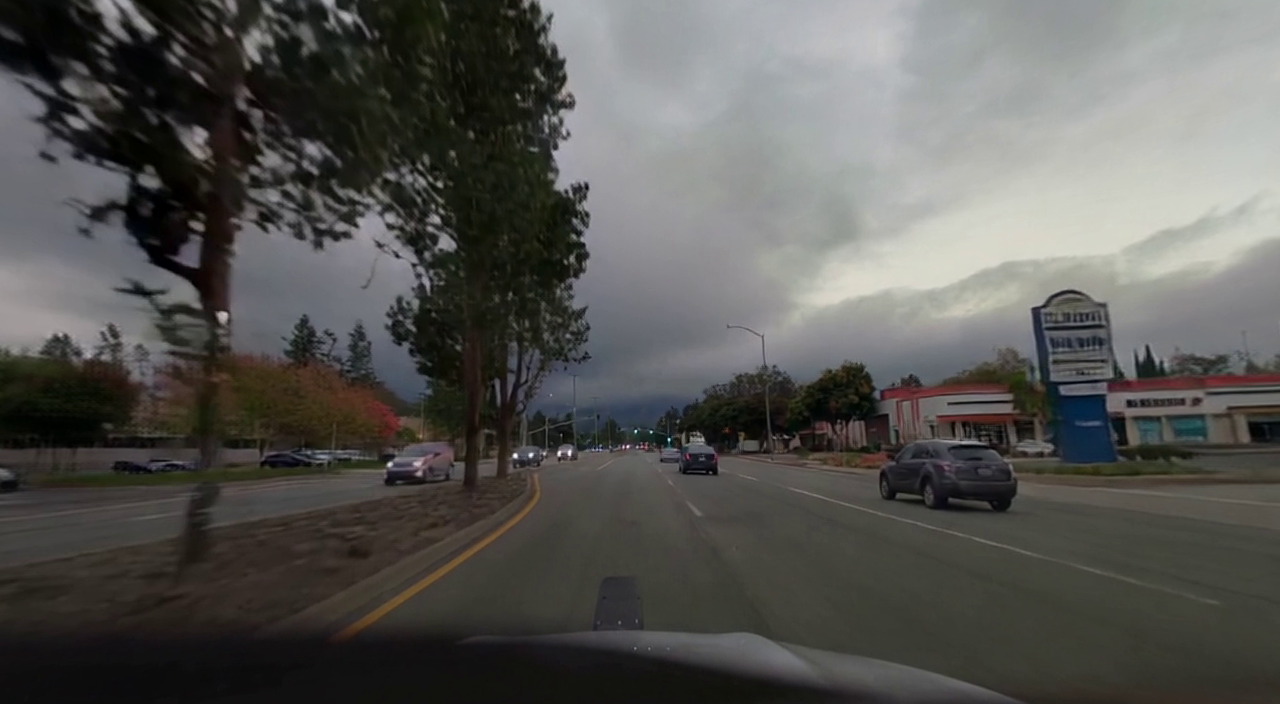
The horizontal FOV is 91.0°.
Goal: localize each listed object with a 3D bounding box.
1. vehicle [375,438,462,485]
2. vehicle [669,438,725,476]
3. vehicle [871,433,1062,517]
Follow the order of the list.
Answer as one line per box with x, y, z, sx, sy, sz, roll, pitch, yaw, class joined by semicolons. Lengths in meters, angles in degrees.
-9.416;4.682;27.251;2.118;1.838;4.737;0;-9;-1;vehicle
2.605;4.920;29.697;2.161;1.676;4.151;0;-9;-1;vehicle
6.829;2.595;13.792;1.886;1.528;4.169;0;-9;-1;vehicle
